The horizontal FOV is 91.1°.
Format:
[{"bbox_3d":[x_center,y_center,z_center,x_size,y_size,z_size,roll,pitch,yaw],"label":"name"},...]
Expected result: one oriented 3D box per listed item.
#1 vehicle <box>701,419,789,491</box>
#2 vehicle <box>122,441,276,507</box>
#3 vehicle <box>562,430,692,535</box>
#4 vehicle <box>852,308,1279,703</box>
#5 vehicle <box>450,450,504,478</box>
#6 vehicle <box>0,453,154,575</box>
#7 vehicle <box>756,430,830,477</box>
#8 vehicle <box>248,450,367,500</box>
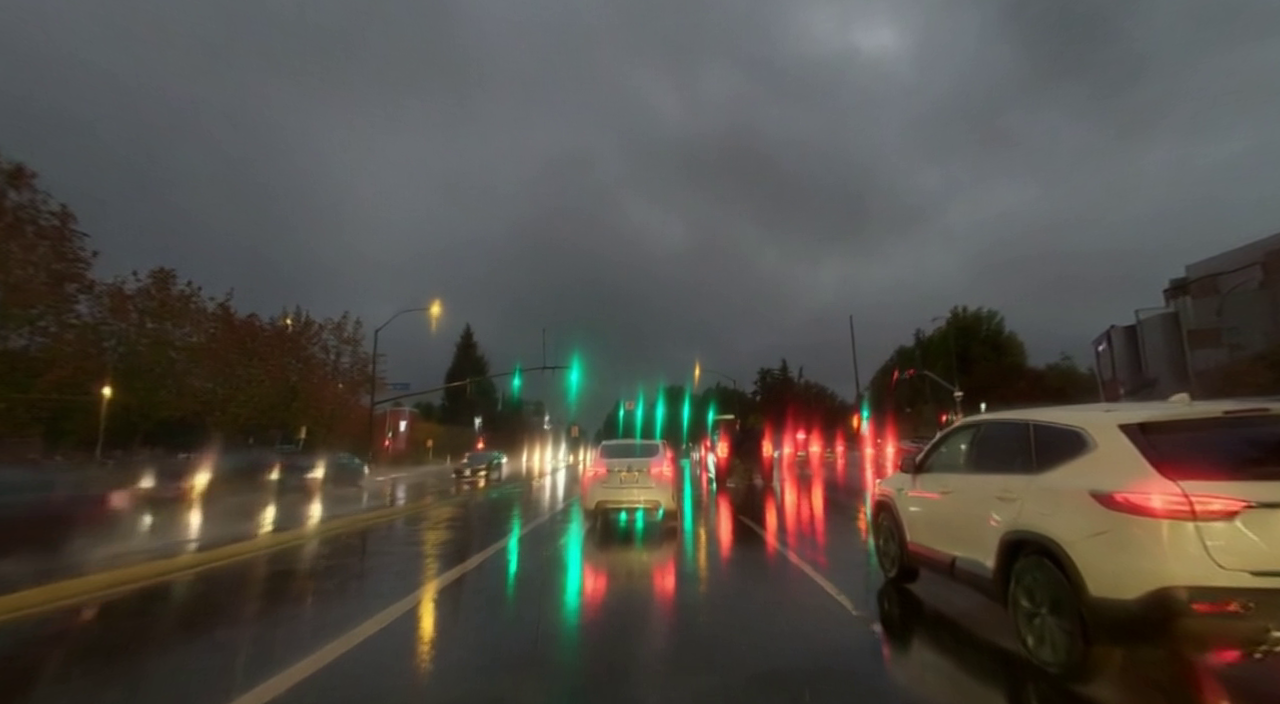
[{"bbox_3d":[3.955,4.008,24.800,2.516,2.481,5.766,0,-8,1],"label":"vehicle"},{"bbox_3d":[-15.976,4.369,23.179,2.040,2.152,4.854,0,-8,1],"label":"vehicle"},{"bbox_3d":[-0.175,2.411,12.291,2.111,1.676,4.018,0,-8,1],"label":"vehicle"},{"bbox_3d":[3.399,1.078,4.936,1.982,1.960,4.427,0,-8,1],"label":"vehicle"},{"bbox_3d":[-9.340,6.457,36.419,1.933,1.469,4.516,0,-8,0],"label":"vehicle"},{"bbox_3d":[-9.150,2.121,8.243,2.050,1.498,4.238,0,-8,1],"label":"vehicle"},{"bbox_3d":[7.901,5.270,33.025,2.627,2.252,5.236,0,-8,1],"label":"vehicle"},{"bbox_3d":[-12.418,4.587,23.829,1.944,1.638,4.496,0,-8,1],"label":"vehicle"}]
